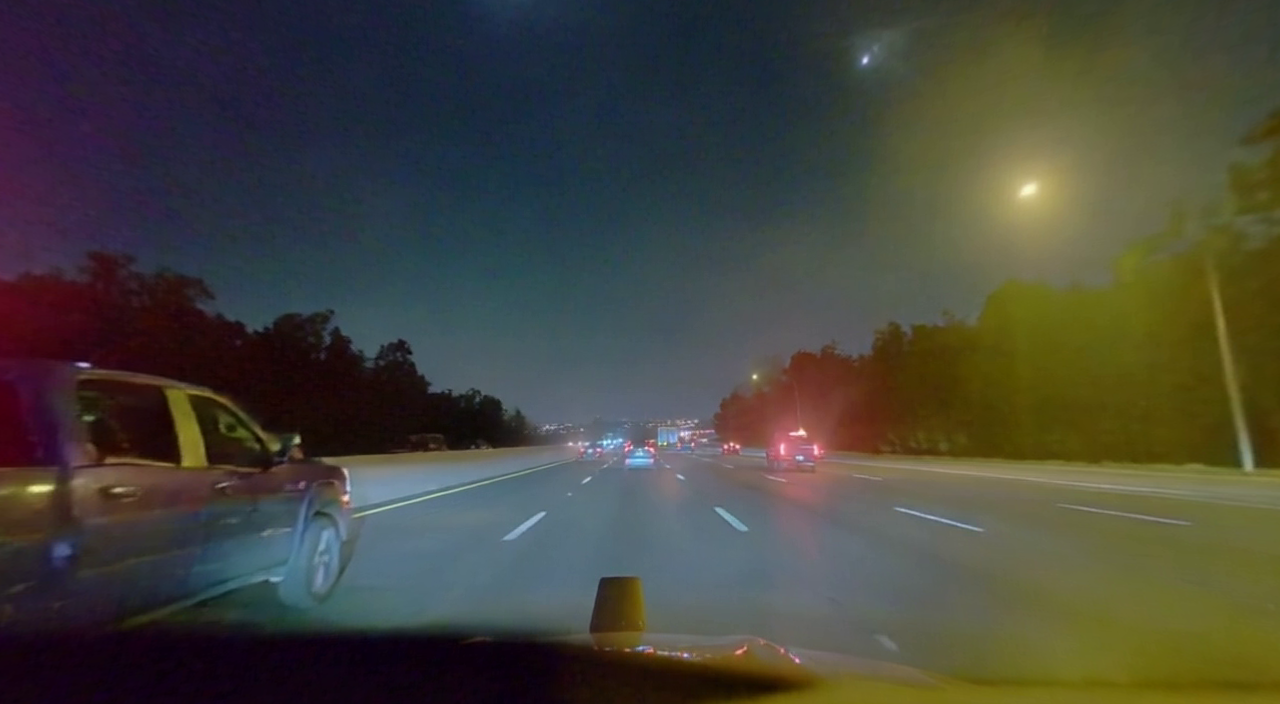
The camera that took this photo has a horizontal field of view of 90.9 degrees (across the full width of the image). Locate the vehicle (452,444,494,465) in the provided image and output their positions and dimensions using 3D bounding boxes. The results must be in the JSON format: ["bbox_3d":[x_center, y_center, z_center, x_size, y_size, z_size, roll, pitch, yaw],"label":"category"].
[{"bbox_3d":[-13.004,7.974,49.291,2.005,1.566,4.439,0,-8,1],"label":"vehicle"}]

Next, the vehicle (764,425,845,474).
[{"bbox_3d":[6.982,4.209,27.384,2.094,1.916,5.099,0,-8,-1],"label":"vehicle"}]

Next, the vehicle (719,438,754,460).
[{"bbox_3d":[7.138,7.227,46.988,1.894,1.511,4.148,0,-8,-1],"label":"vehicle"}]

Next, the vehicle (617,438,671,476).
[{"bbox_3d":[0.158,4.369,26.555,2.071,1.464,4.162,0,-8,0],"label":"vehicle"}]

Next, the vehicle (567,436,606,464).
[{"bbox_3d":[-3.406,6.355,41.088,2.140,1.720,4.410,0,-8,1],"label":"vehicle"}]

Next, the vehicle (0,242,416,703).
[{"bbox_3d":[-3.398,0.737,2.893,2.487,1.979,5.742,0,-8,2],"label":"vehicle"}]
